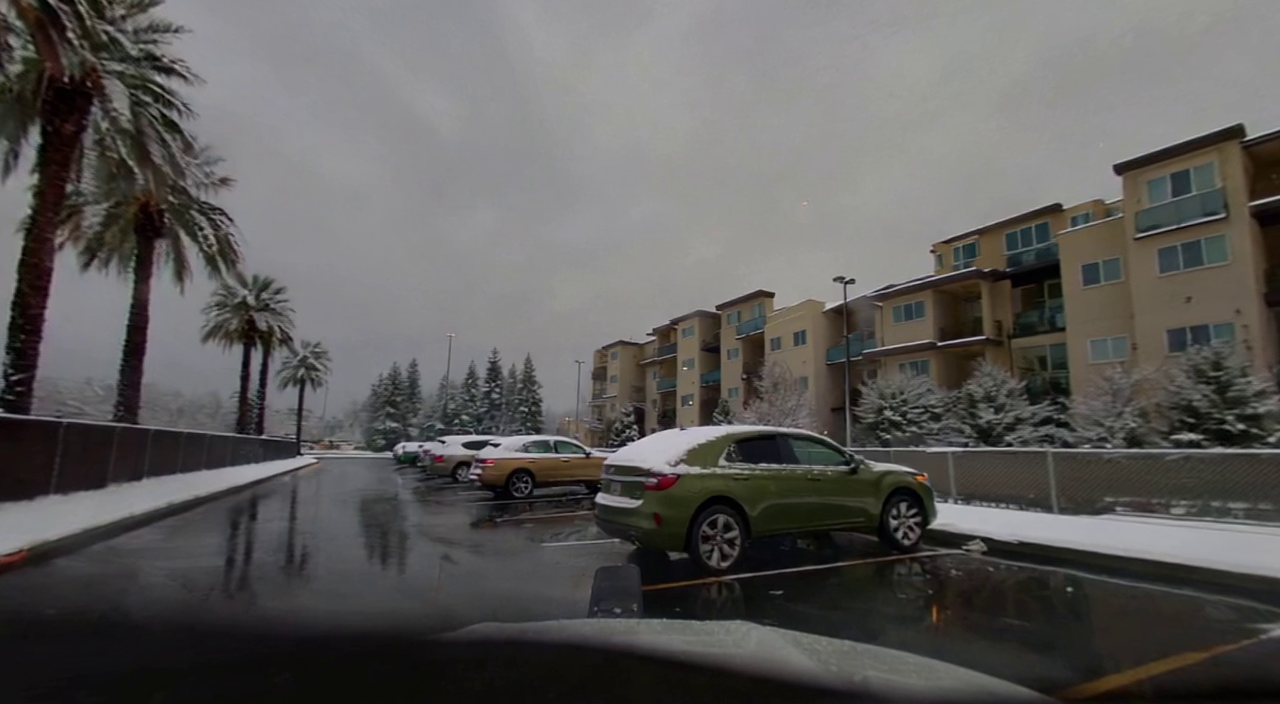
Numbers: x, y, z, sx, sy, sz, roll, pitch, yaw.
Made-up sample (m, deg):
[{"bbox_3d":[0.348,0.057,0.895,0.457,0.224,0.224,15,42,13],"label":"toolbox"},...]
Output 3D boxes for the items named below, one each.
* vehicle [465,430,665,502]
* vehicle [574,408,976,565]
[{"bbox_3d":[-2.133,3.249,18.450,5.381,1.826,2.047,4,-10,-27],"label":"vehicle"},{"bbox_3d":[1.767,1.787,8.103,4.803,1.520,1.894,7,-16,-26],"label":"vehicle"}]
